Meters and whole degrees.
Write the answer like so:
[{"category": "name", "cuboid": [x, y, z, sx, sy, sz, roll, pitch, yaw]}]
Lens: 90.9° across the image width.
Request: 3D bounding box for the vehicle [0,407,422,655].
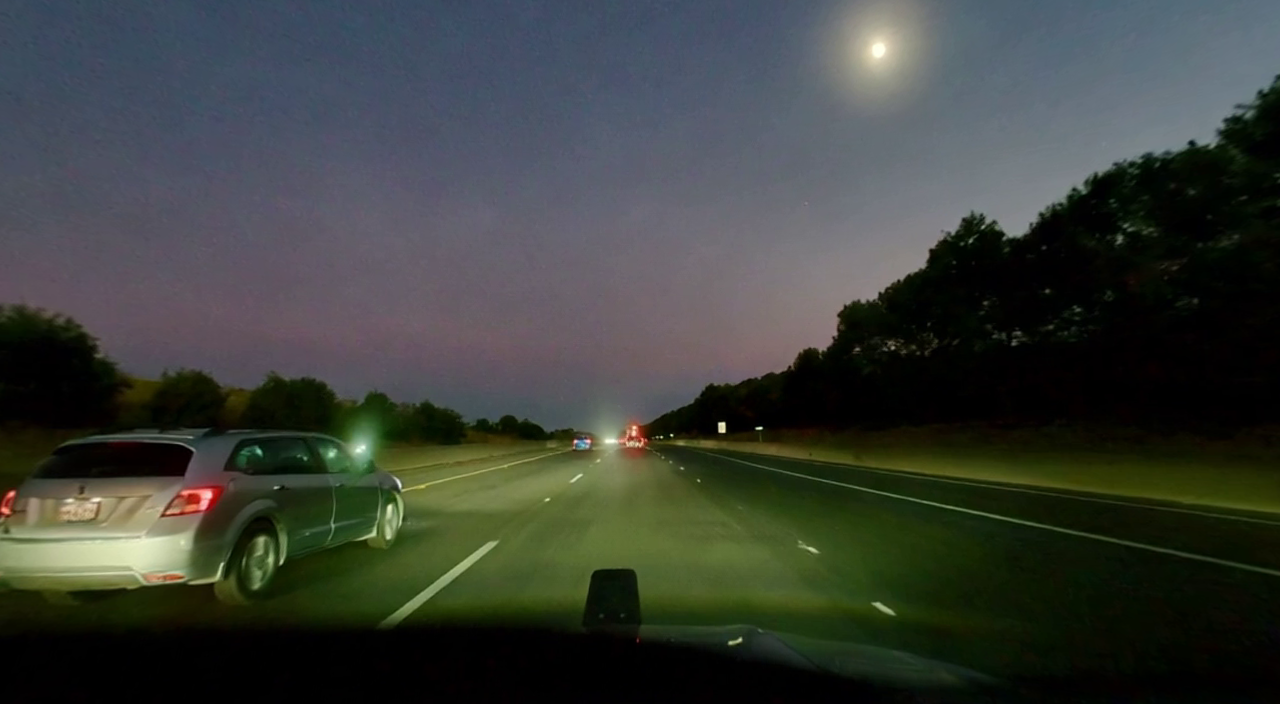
[{"category": "vehicle", "cuboid": [-3.736, 1.357, 5.915, 1.931, 1.483, 4.105, 0, -8, -1]}]
